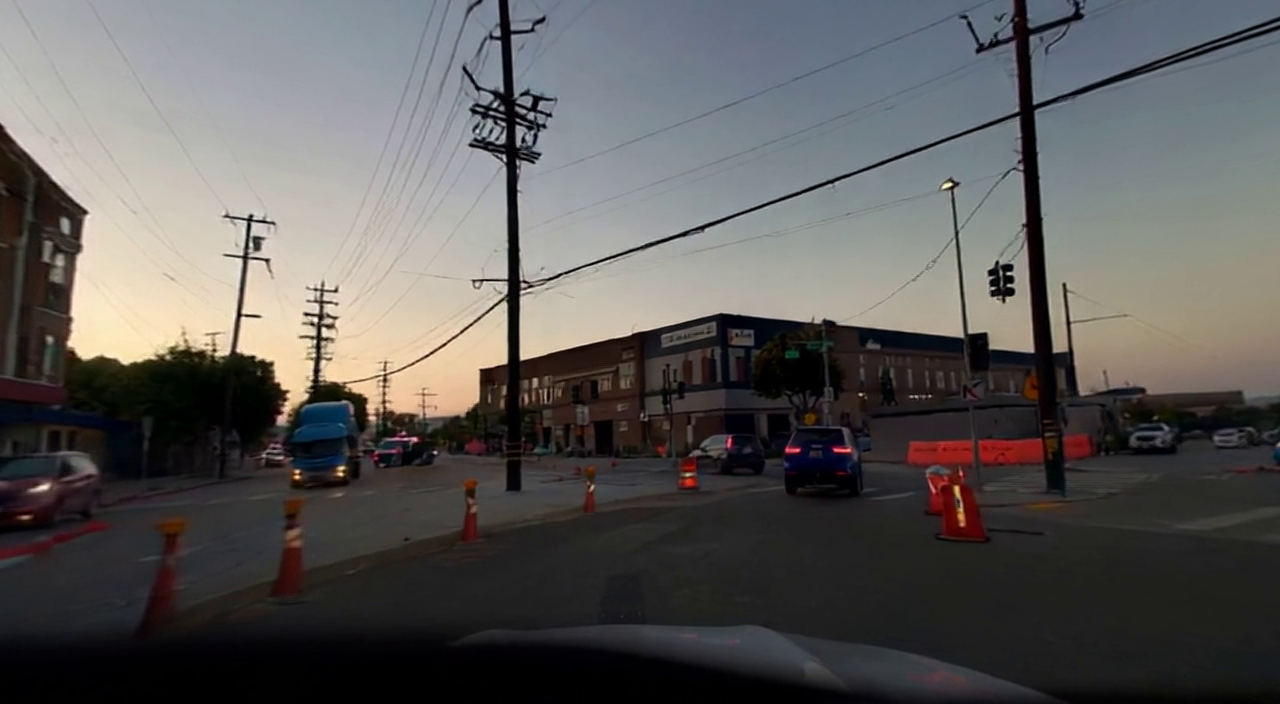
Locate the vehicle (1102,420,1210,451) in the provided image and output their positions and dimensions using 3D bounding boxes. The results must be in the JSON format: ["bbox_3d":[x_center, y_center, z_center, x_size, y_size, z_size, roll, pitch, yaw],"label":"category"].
[{"bbox_3d":[29.520,4.796,36.237,1.937,1.688,4.382,7,-10,-41],"label":"vehicle"}]

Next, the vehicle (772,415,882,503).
[{"bbox_3d":[4.982,2.657,16.295,2.256,1.859,5.118,-3,-8,20],"label":"vehicle"}]

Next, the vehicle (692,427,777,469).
[{"bbox_3d":[4.628,4.820,31.991,2.206,1.911,5.548,2,-8,-15],"label":"vehicle"}]

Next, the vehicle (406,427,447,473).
[{"bbox_3d":[-13.045,5.958,38.775,1.959,2.654,4.078,2,-8,-14],"label":"vehicle"}]

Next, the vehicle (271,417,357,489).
[{"bbox_3d":[-13.381,4.141,26.179,2.185,2.644,3.306,-2,-8,-9],"label":"vehicle"}]

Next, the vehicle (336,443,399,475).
[{"bbox_3d":[-16.183,6.356,37.790,2.509,1.731,4.549,1,-8,-11],"label":"vehicle"}]
